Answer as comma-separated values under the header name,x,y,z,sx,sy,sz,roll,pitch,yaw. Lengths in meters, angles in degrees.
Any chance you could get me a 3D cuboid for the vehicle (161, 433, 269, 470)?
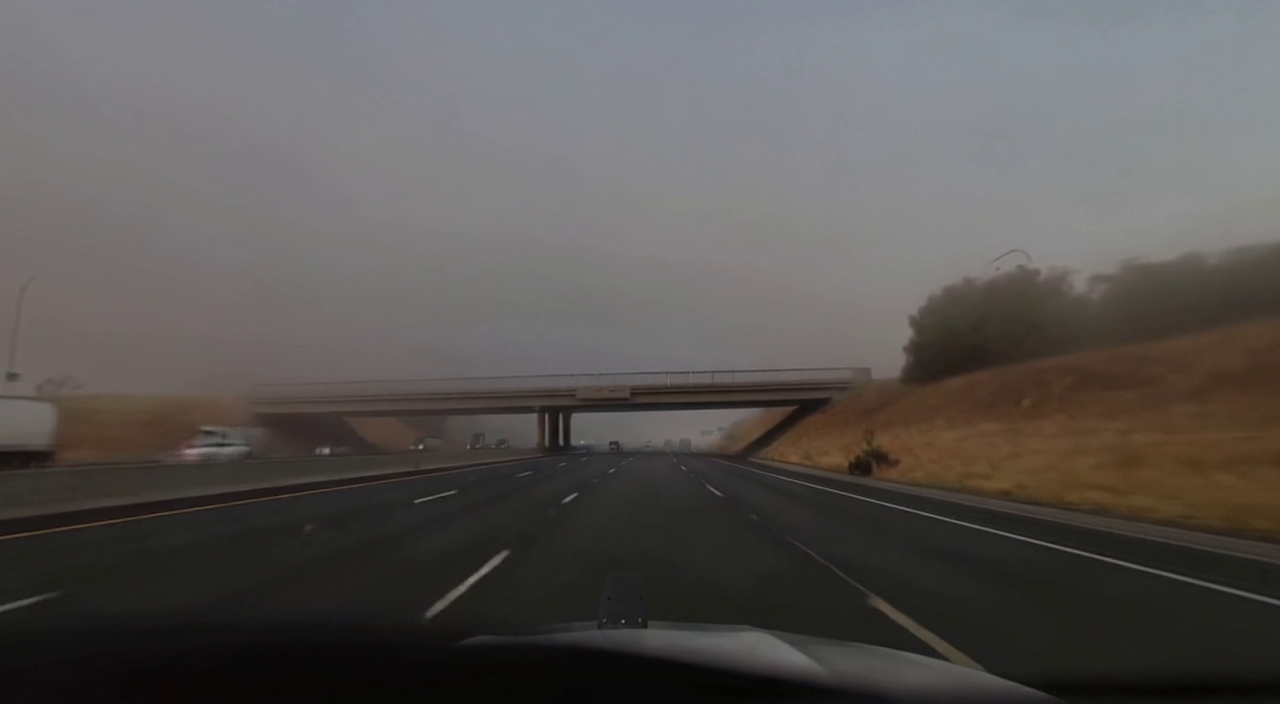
name,x,y,z,sx,sy,sz,roll,pitch,yaw
vehicle,-24.140,5.699,36.187,2.214,1.904,5.607,-1,-9,1
